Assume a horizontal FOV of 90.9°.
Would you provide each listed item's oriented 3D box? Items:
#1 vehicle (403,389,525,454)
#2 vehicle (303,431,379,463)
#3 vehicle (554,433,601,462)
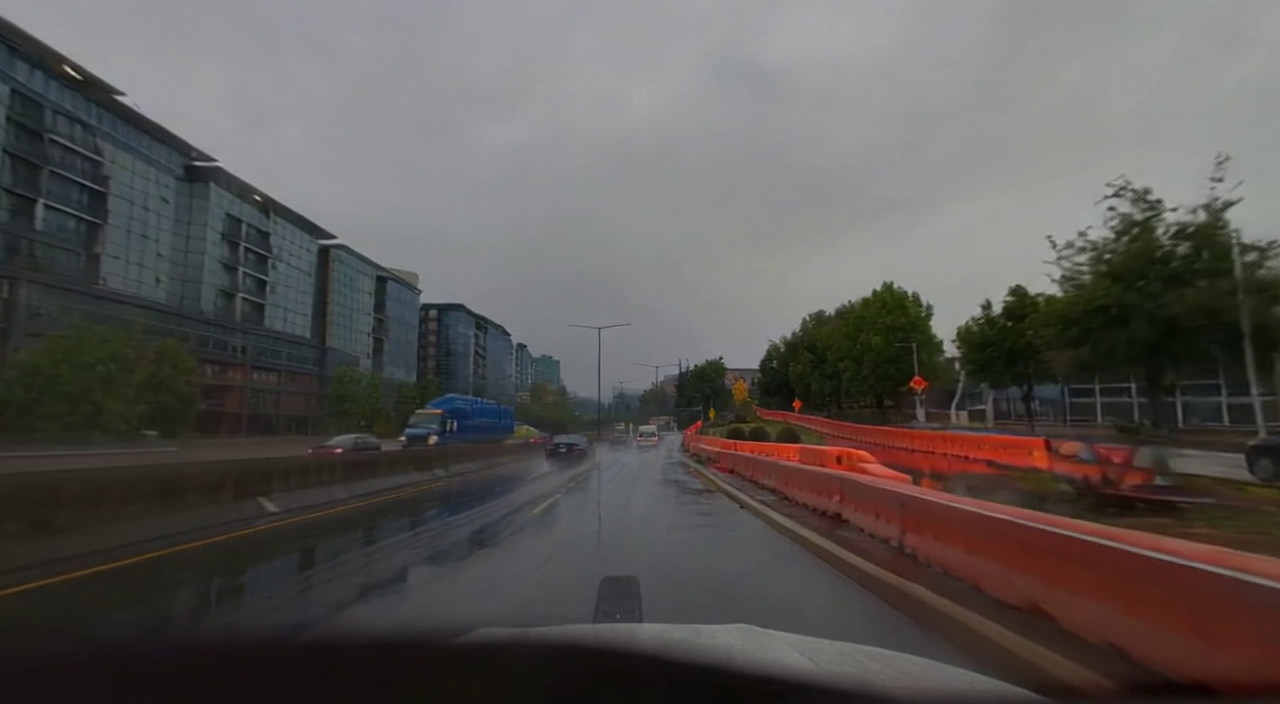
[{"bbox_3d":[-12.222,5.335,46.677,3.408,3.933,16.893,0,-8,3],"label":"vehicle"},{"bbox_3d":[-16.308,5.165,34.598,1.874,1.612,4.303,0,-8,4],"label":"vehicle"},{"bbox_3d":[-3.160,4.895,32.554,1.848,1.406,4.013,0,-8,2],"label":"vehicle"}]
